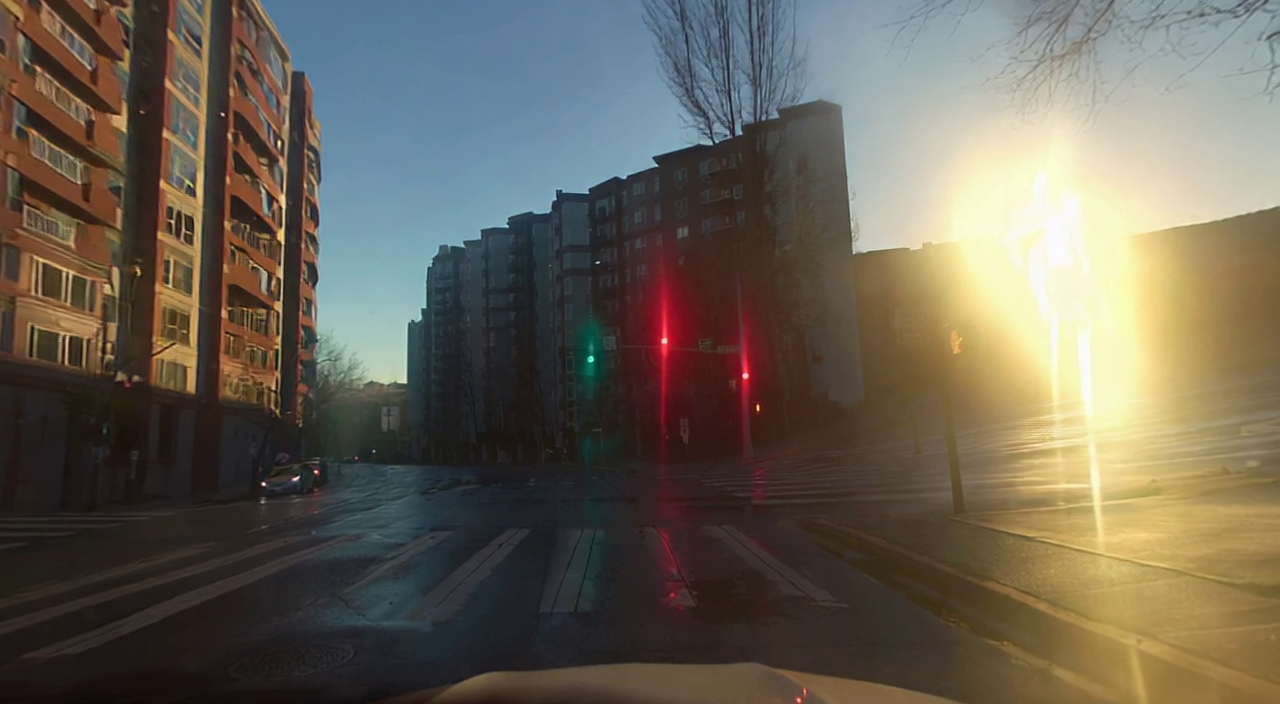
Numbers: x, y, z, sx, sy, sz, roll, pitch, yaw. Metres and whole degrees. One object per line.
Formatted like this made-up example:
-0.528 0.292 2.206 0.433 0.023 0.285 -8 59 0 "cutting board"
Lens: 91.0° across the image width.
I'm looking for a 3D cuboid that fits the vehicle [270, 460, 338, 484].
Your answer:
-24.653 8.806 46.281 3.882 1.600 1.768 0 -9 1 "vehicle"
